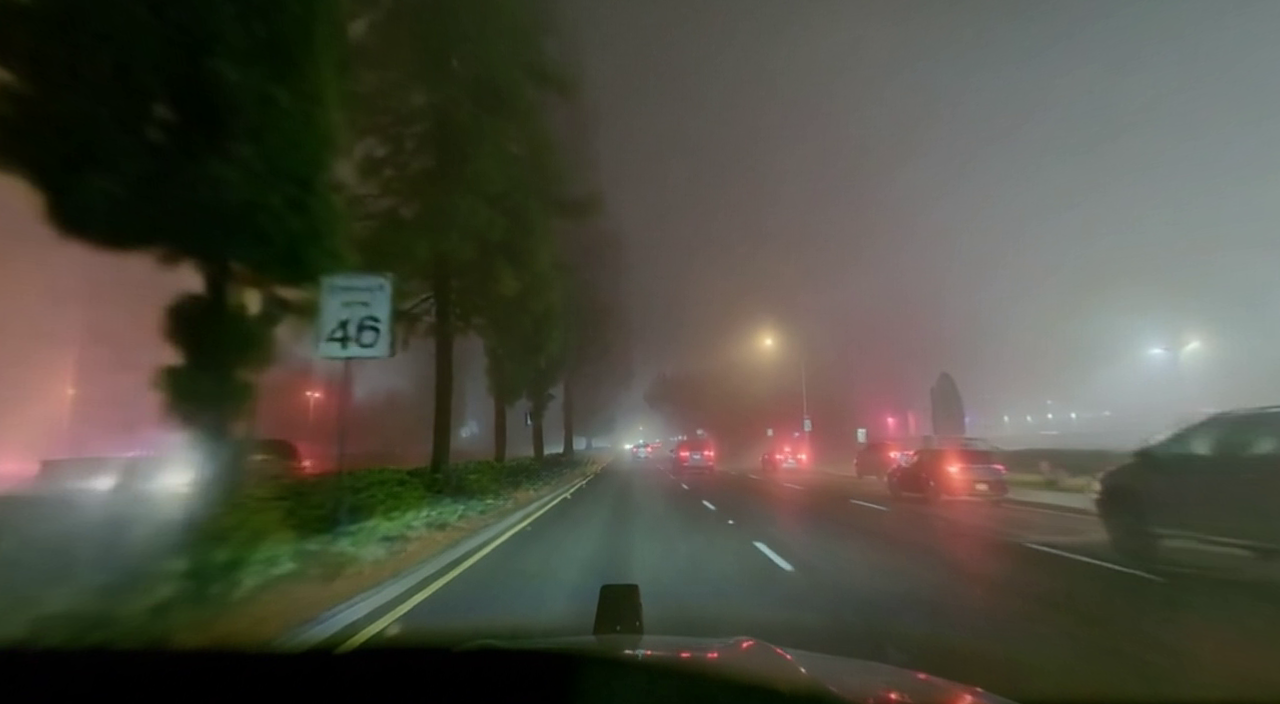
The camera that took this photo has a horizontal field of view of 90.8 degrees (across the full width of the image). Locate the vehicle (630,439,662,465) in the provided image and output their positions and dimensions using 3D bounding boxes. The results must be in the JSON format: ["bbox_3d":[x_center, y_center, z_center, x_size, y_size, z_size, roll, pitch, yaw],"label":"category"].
[{"bbox_3d":[0.429,6.976,44.065,2.132,1.693,3.819,0,-8,1],"label":"vehicle"}]

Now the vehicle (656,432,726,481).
[{"bbox_3d":[1.931,4.180,25.502,2.227,1.794,4.457,0,-8,-3],"label":"vehicle"}]

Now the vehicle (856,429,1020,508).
[{"bbox_3d":[7.253,2.866,15.955,2.025,1.719,4.161,0,-8,-1],"label":"vehicle"}]

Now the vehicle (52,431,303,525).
[{"bbox_3d":[-9.696,2.646,13.877,1.999,1.711,4.541,0,-8,1],"label":"vehicle"}]

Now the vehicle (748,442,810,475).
[{"bbox_3d":[6.905,5.318,31.853,2.029,1.548,4.422,0,-8,-1],"label":"vehicle"}]

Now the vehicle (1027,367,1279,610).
[{"bbox_3d":[6.772,1.403,6.831,2.382,2.108,4.182,1,-9,-2],"label":"vehicle"}]
